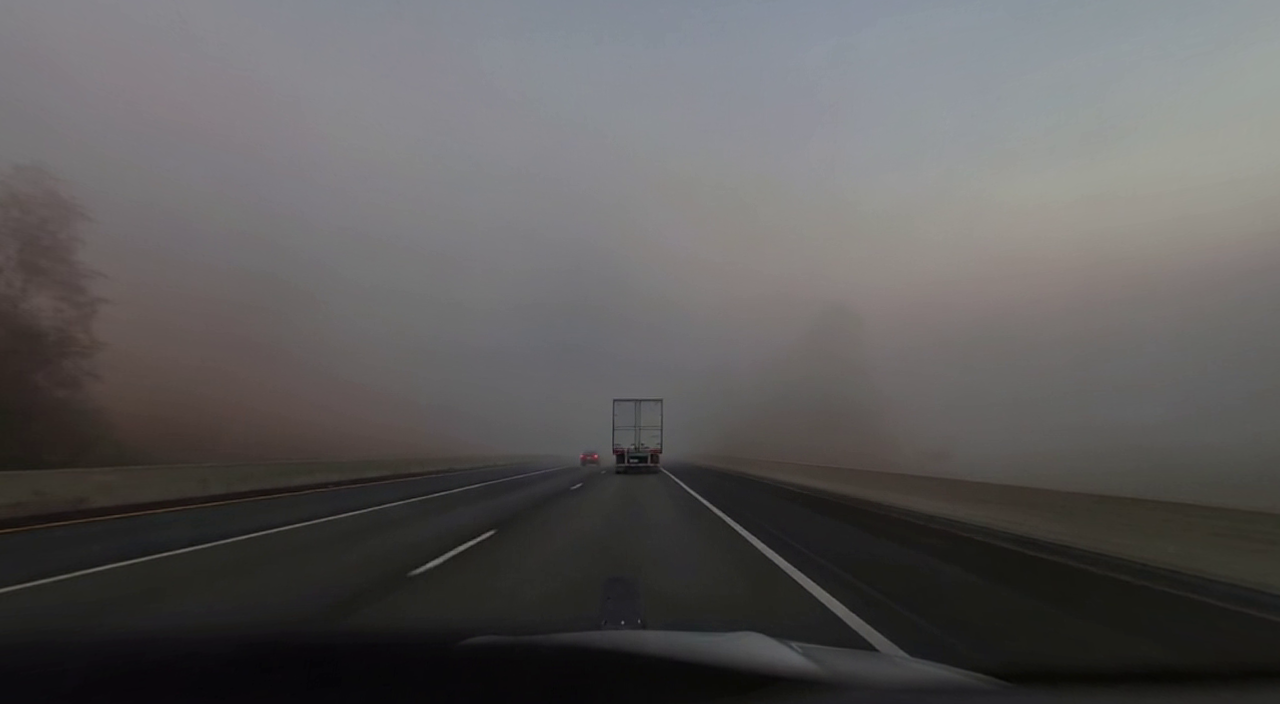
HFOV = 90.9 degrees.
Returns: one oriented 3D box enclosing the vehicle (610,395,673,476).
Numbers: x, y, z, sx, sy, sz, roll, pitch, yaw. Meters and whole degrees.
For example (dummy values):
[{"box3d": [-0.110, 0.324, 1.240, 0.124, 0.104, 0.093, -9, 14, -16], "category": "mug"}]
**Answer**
[{"box3d": [0.085, 4.711, 34.647, 2.959, 3.828, 9.617, 0, -9, 0], "category": "vehicle"}]
